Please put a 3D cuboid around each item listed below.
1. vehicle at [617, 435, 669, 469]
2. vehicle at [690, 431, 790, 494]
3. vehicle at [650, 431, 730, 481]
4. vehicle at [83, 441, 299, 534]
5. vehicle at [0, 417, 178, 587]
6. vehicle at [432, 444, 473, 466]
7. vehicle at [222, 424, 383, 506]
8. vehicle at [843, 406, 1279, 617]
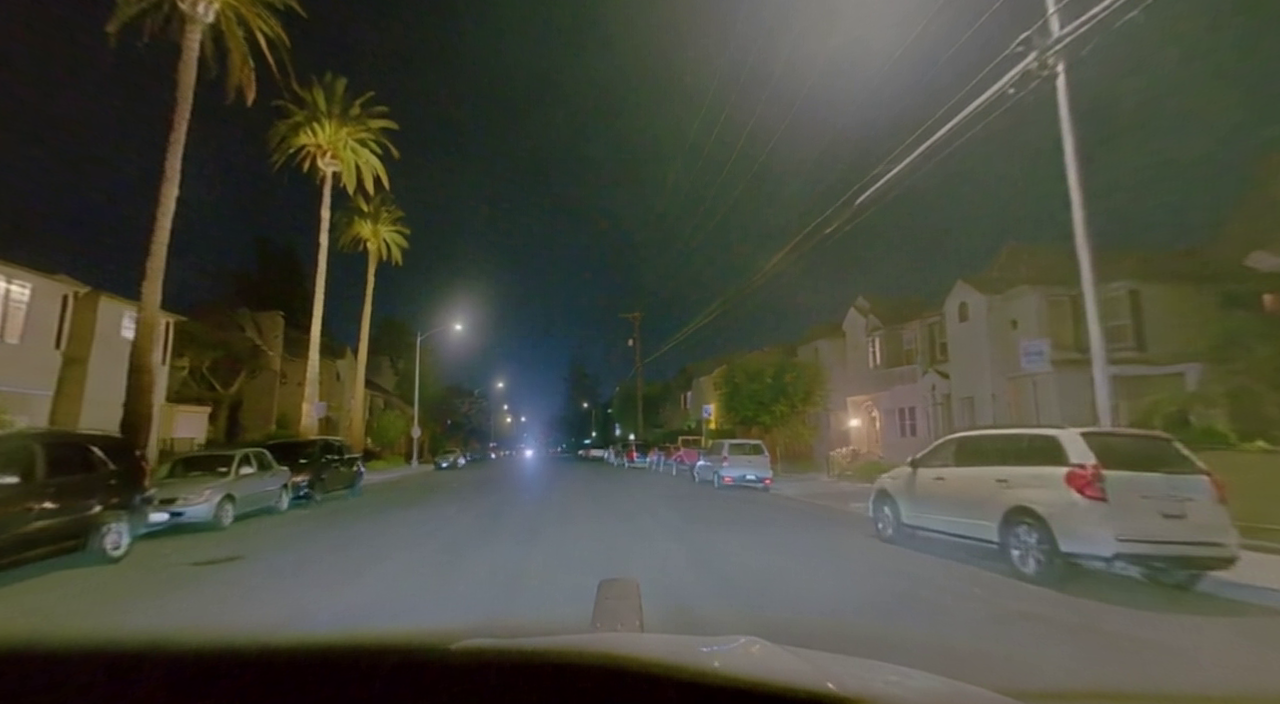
[{"bbox_3d":[0.077,5.696,36.161,2.115,1.826,4.871,1,-9,-10],"label":"vehicle"},{"bbox_3d":[2.900,3.323,19.337,1.894,1.675,4.294,1,-8,-7],"label":"vehicle"},{"bbox_3d":[1.849,4.086,25.039,1.922,1.761,4.633,2,-9,-12],"label":"vehicle"},{"bbox_3d":[-8.473,2.515,12.472,1.801,1.477,4.239,1,-9,-11],"label":"vehicle"},{"bbox_3d":[-7.505,1.649,7.126,1.919,1.678,4.385,-2,-7,-10],"label":"vehicle"},{"bbox_3d":[-13.264,7.289,44.908,2.013,1.483,4.645,1,-8,-7],"label":"vehicle"},{"bbox_3d":[-9.314,3.142,18.166,2.300,1.943,5.744,1,-9,-10],"label":"vehicle"},{"bbox_3d":[4.399,1.585,7.333,1.943,1.623,4.471,1,-9,-10],"label":"vehicle"}]
